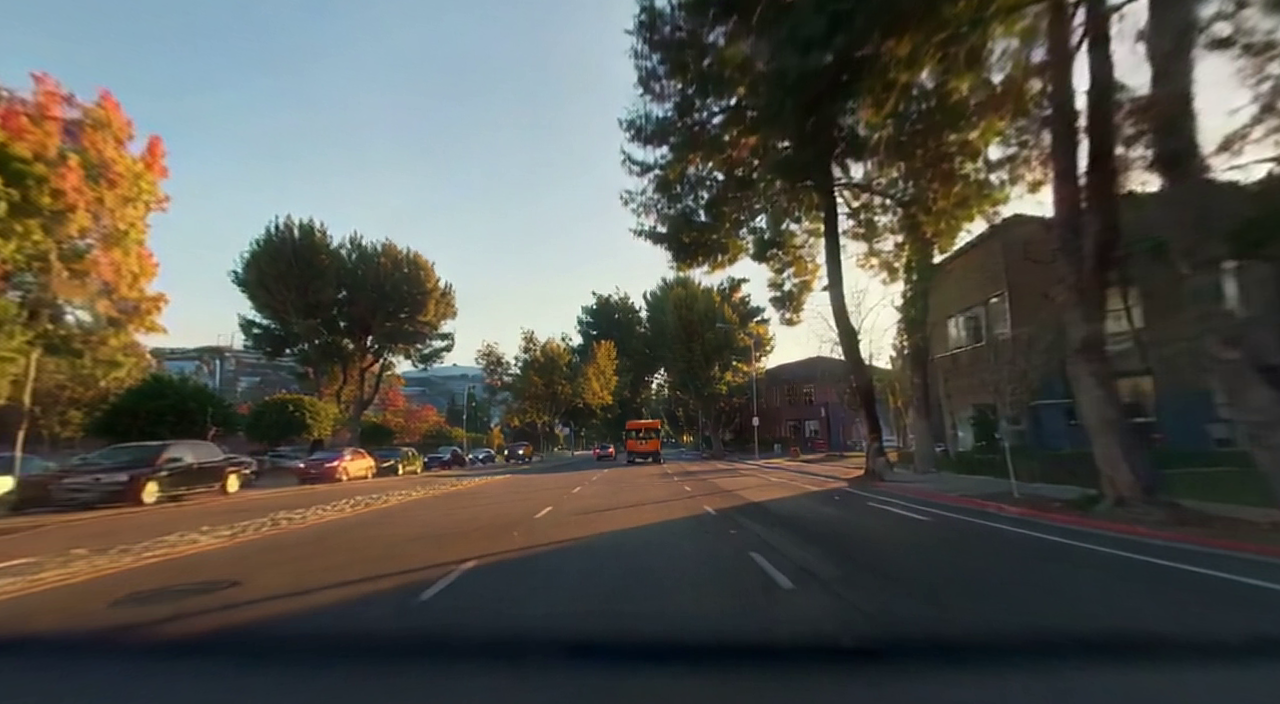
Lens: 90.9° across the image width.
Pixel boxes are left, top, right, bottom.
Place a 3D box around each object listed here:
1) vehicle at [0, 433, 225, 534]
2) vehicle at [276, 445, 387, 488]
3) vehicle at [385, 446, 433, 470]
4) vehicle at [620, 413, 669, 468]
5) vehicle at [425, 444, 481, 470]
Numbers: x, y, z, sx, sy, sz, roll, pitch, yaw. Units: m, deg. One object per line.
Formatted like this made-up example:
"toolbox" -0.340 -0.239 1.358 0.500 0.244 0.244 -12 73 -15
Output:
"vehicle" -12.329 2.870 14.545 2.068 1.747 5.040 -4 -6 2
"vehicle" -11.740 4.365 24.375 1.935 1.467 4.451 0 -8 2
"vehicle" -17.942 8.240 49.196 1.899 1.727 4.464 0 -8 3
"vehicle" 0.210 5.817 41.292 2.843 3.120 10.422 0 -8 -1
"vehicle" -11.433 6.437 38.836 1.884 1.486 4.566 0 -8 2
